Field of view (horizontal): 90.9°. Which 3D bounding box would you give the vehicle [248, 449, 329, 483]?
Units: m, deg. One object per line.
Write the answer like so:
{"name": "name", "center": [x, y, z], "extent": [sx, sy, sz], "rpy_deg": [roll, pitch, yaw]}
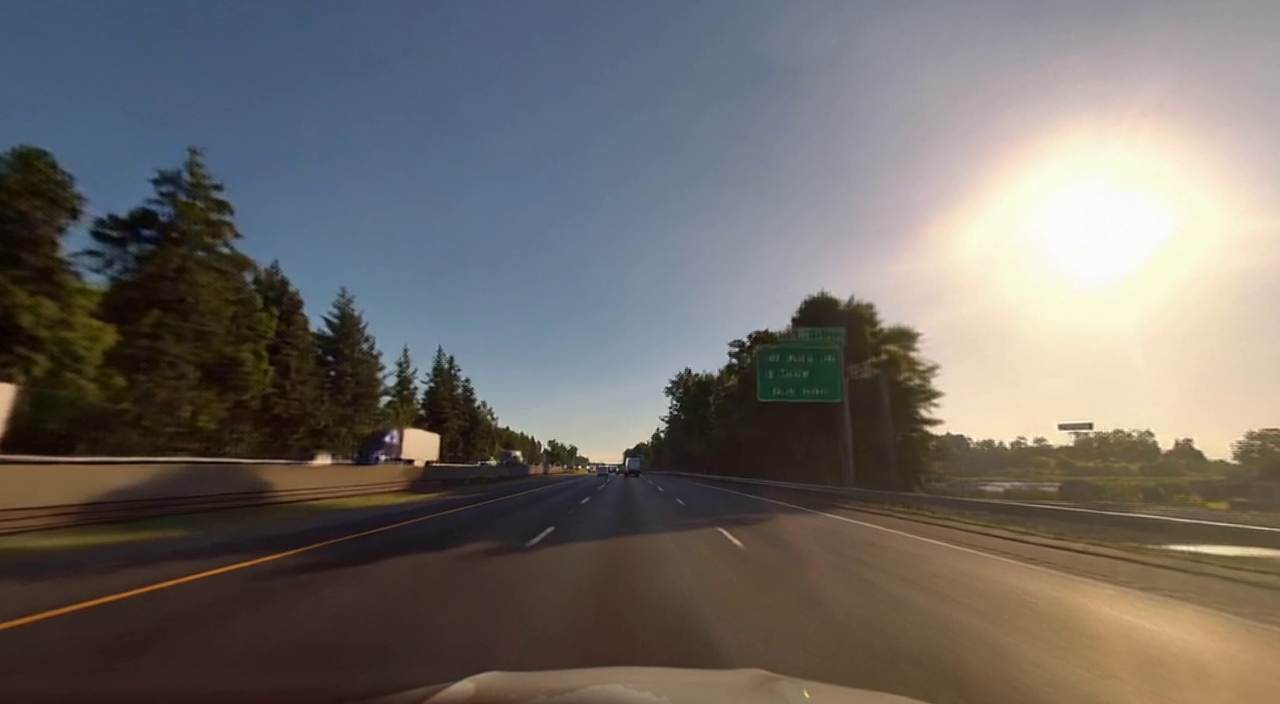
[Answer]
{"name": "vehicle", "center": [-16.128, 5.283, 29.122], "extent": [1.722, 1.419, 3.521], "rpy_deg": [1, -10, -1]}

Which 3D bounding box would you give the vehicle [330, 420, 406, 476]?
{"name": "vehicle", "center": [-20.471, 7.405, 47.889], "extent": [2.931, 3.913, 5.982], "rpy_deg": [1, -10, -1]}
